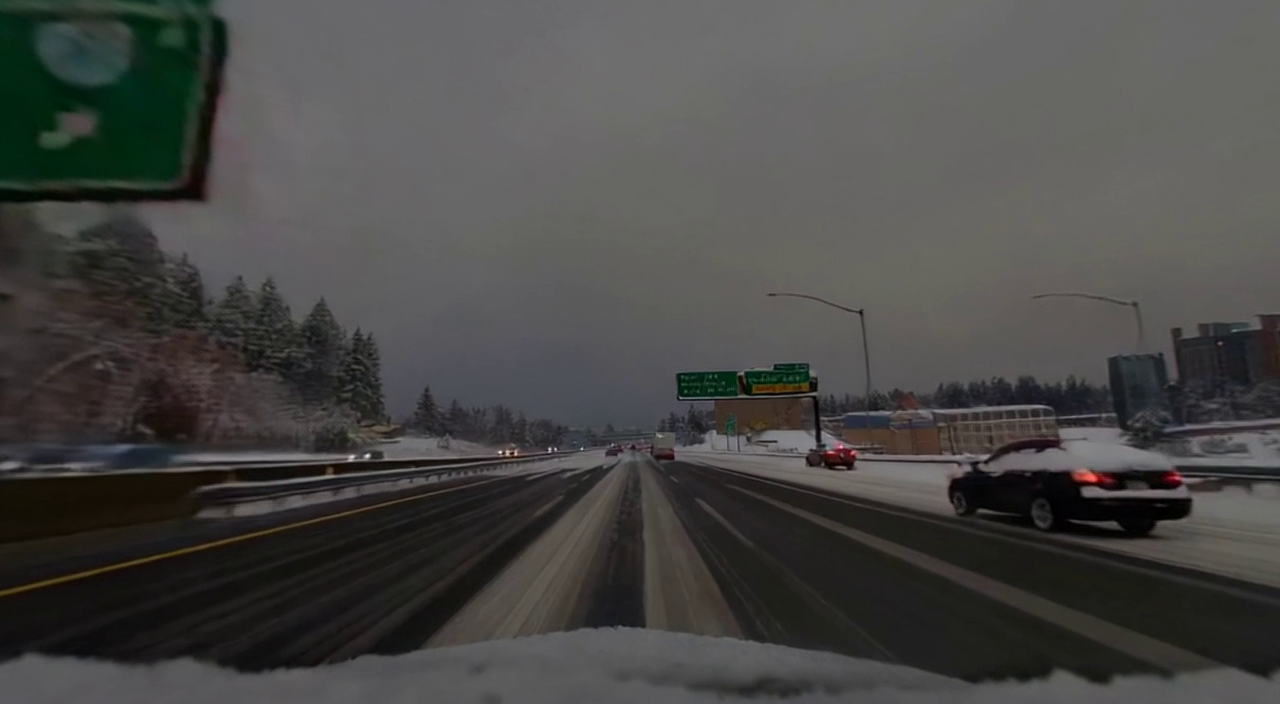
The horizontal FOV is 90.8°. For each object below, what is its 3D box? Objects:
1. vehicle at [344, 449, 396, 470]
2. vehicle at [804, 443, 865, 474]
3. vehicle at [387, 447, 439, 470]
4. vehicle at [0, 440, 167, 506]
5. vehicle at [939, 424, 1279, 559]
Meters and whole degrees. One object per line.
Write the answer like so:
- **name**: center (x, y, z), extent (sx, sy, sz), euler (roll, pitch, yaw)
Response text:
- **vehicle**: center (-19.720, 7.836, 46.361), extent (1.877, 1.459, 4.547), euler (0, -9, 0)
- **vehicle**: center (10.303, 5.673, 33.808), extent (1.878, 1.509, 4.327), euler (0, -9, -1)
- **vehicle**: center (-15.783, 7.414, 44.171), extent (1.907, 1.477, 4.637), euler (0, -9, 0)
- **vehicle**: center (-15.608, 3.195, 17.096), extent (1.961, 1.520, 4.702), euler (0, -9, 0)
- **vehicle**: center (6.711, 1.950, 9.607), extent (1.861, 1.500, 4.860), euler (0, -9, -1)
